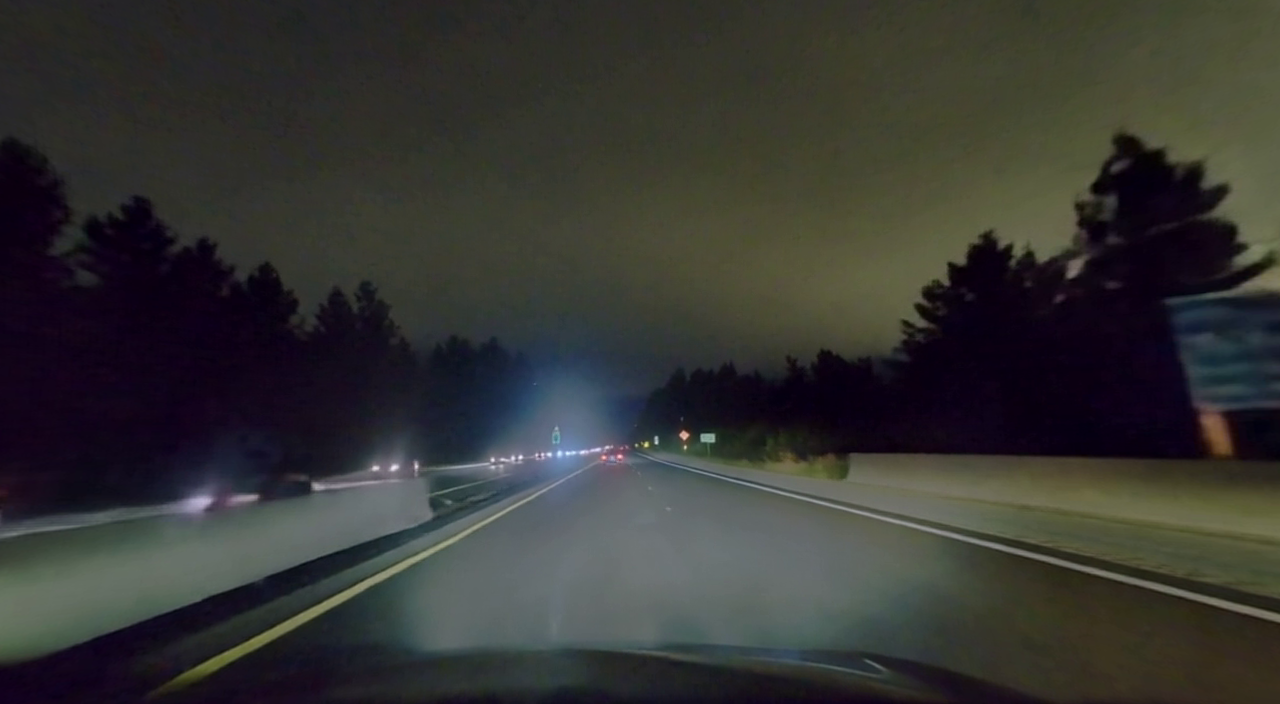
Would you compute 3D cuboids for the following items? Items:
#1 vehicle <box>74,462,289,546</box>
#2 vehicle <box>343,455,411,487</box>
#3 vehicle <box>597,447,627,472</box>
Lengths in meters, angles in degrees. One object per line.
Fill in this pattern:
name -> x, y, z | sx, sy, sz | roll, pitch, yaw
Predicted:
vehicle -> -9.811, 3.232, 13.890 | 1.848, 1.454, 3.922 | 0, -9, -2
vehicle -> -15.159, 6.850, 36.390 | 1.961, 1.621, 4.588 | 0, -9, 0
vehicle -> -2.046, 7.960, 46.584 | 2.098, 1.692, 4.038 | 0, -9, -2
